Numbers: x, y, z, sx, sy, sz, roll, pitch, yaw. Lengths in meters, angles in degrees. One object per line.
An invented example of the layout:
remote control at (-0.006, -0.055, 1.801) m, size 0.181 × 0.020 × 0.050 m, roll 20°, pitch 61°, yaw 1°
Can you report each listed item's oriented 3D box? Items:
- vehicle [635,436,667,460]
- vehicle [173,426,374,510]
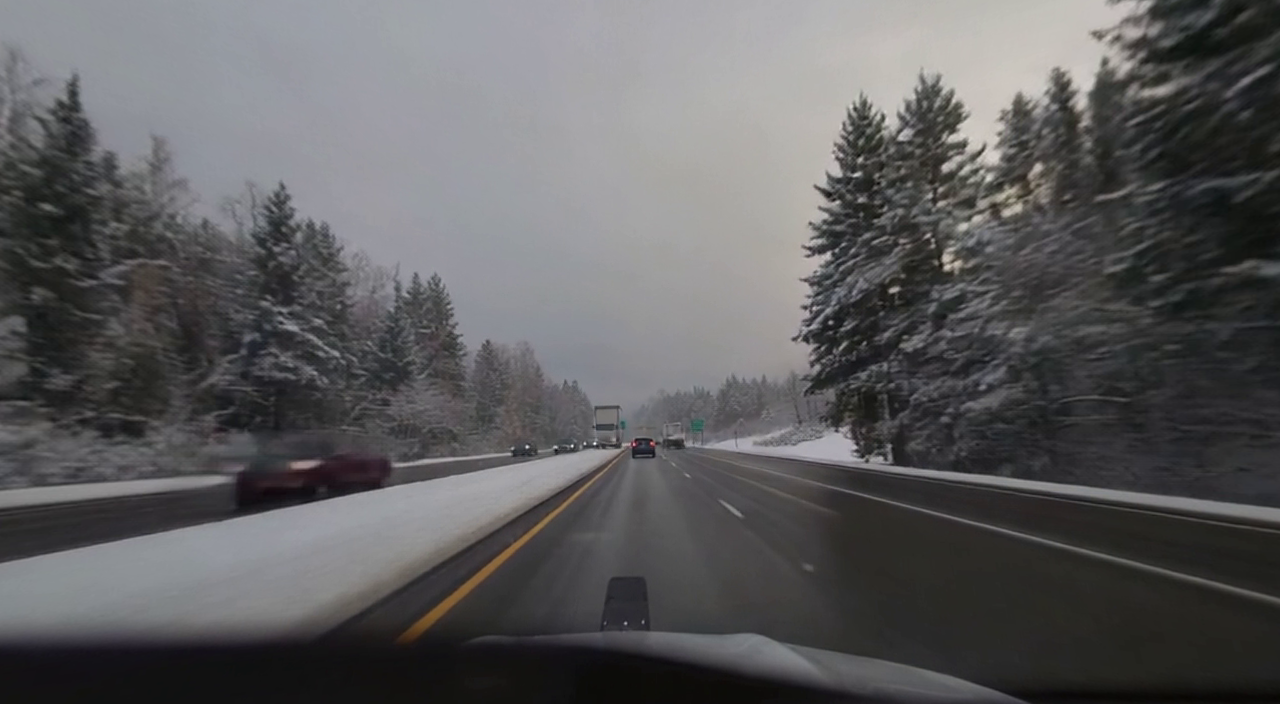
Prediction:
vehicle at (0.671, 6.171, 40.481) m, size 1.924 × 1.498 × 3.817 m, roll 0°, pitch -8°, yaw 0°
vehicle at (-7.712, 2.460, 13.823) m, size 1.848 × 1.549 × 4.157 m, roll 0°, pitch -8°, yaw 1°
